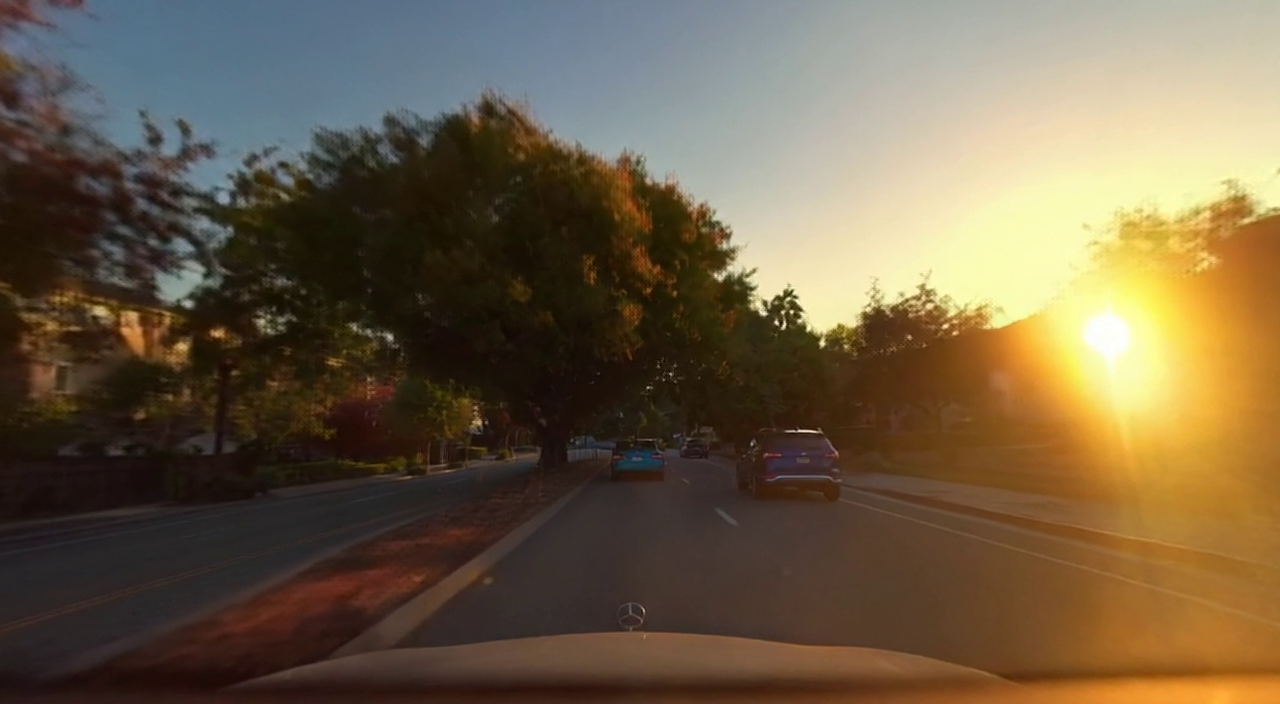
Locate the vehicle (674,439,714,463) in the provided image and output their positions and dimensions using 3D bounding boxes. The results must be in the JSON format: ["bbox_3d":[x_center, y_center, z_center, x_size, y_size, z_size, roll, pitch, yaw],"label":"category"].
[{"bbox_3d":[3.378,6.272,40.012,2.099,1.463,4.130,0,-8,-1],"label":"vehicle"}]

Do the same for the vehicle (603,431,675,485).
[{"bbox_3d":[-0.025,3.578,21.541,2.200,1.653,4.127,0,-8,0],"label":"vehicle"}]

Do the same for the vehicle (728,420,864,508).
[{"bbox_3d":[3.420,2.560,14.833,2.024,1.711,4.512,0,-8,0],"label":"vehicle"}]
